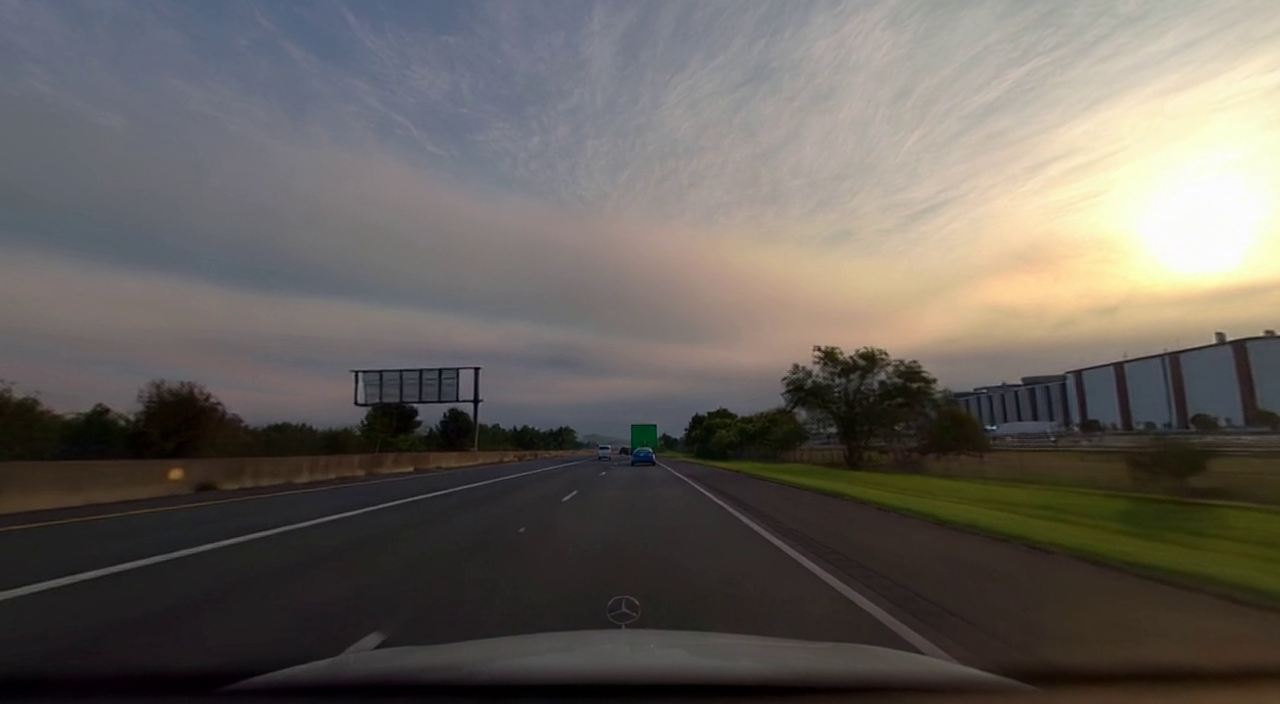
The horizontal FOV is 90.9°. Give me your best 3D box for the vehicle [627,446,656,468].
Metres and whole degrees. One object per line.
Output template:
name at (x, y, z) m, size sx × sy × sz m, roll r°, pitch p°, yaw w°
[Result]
vehicle at (0.124, 8.097, 48.735) m, size 2.094 × 1.559 × 3.945 m, roll 0°, pitch -9°, yaw 0°
